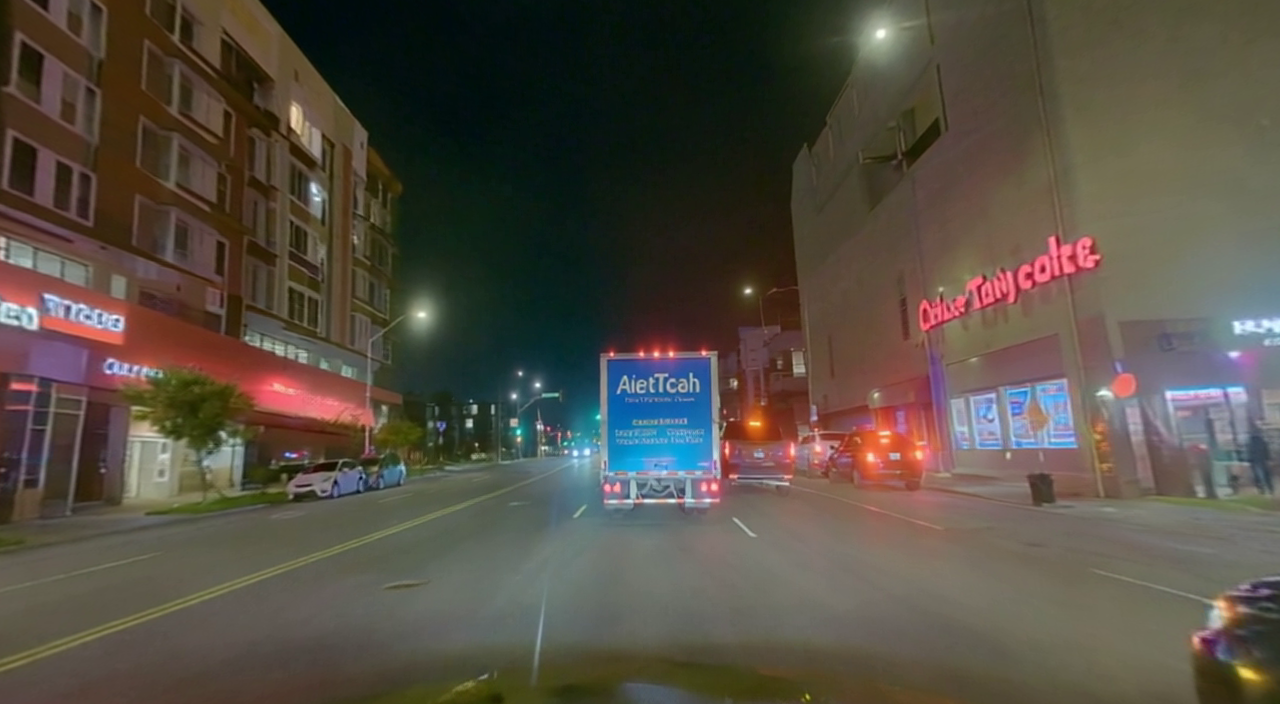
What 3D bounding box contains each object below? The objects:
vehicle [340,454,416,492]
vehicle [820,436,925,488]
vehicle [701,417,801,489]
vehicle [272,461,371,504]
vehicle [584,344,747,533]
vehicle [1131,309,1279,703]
[{"bbox_3d":[-13.193,6.071,31.873,1.943,1.682,4.365,0,-8,0],"label":"vehicle"},{"bbox_3d":[7.682,3.655,21.224,1.951,1.548,4.290,0,-8,1],"label":"vehicle"},{"bbox_3d":[3.455,3.289,20.741,2.346,2.062,5.236,0,-8,0],"label":"vehicle"},{"bbox_3d":[-13.342,5.478,26.655,1.901,1.508,4.405,0,-8,0],"label":"vehicle"},{"bbox_3d":[0.284,1.773,12.920,2.517,2.926,6.177,0,-8,-2],"label":"vehicle"},{"bbox_3d":[3.426,0.495,0.706,2.104,1.786,4.498,0,-8,1],"label":"vehicle"}]
